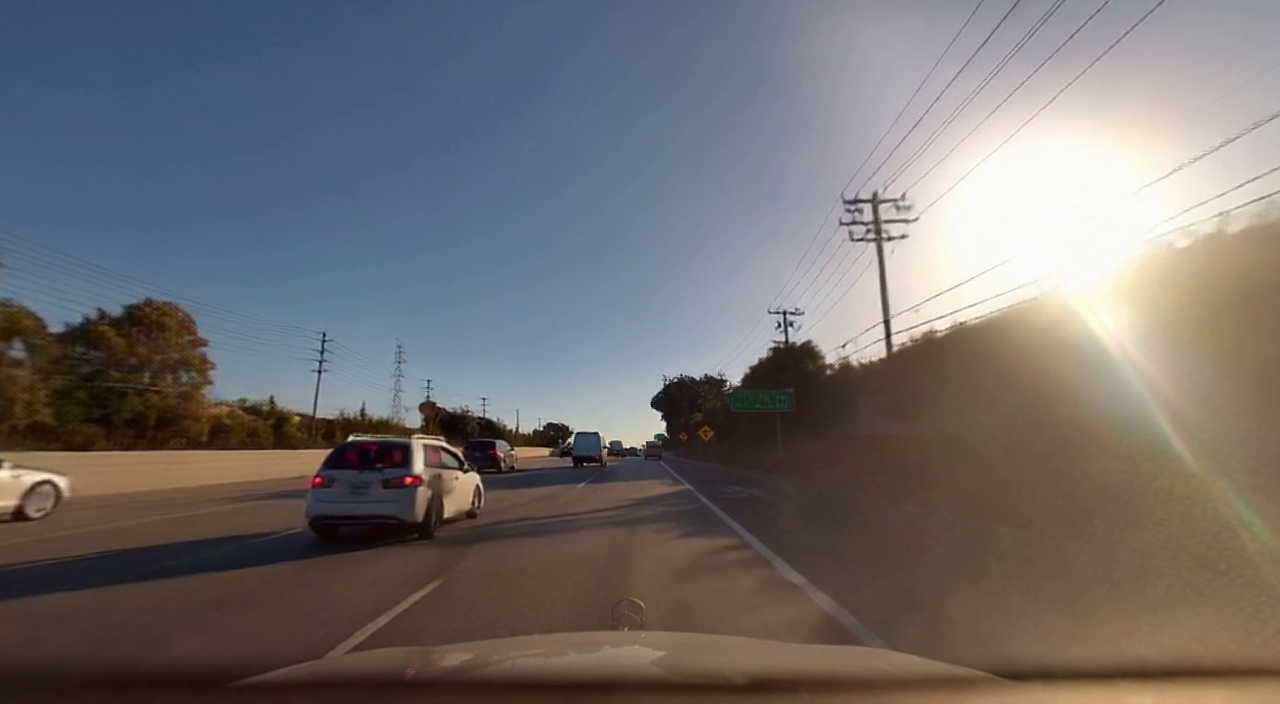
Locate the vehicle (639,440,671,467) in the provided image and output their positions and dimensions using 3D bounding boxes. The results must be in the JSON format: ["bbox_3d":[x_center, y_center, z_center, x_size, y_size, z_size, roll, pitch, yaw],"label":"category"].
[{"bbox_3d":[1.010,6.843,42.556,2.038,1.677,4.219,0,-9,2],"label":"vehicle"}]

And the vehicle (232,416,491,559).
[{"bbox_3d":[-3.820,1.930,9.629,1.976,1.688,4.124,0,-9,1],"label":"vehicle"}]

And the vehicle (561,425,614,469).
[{"bbox_3d":[-3.643,6.972,46.235,2.915,2.885,9.394,0,-9,1],"label":"vehicle"}]
